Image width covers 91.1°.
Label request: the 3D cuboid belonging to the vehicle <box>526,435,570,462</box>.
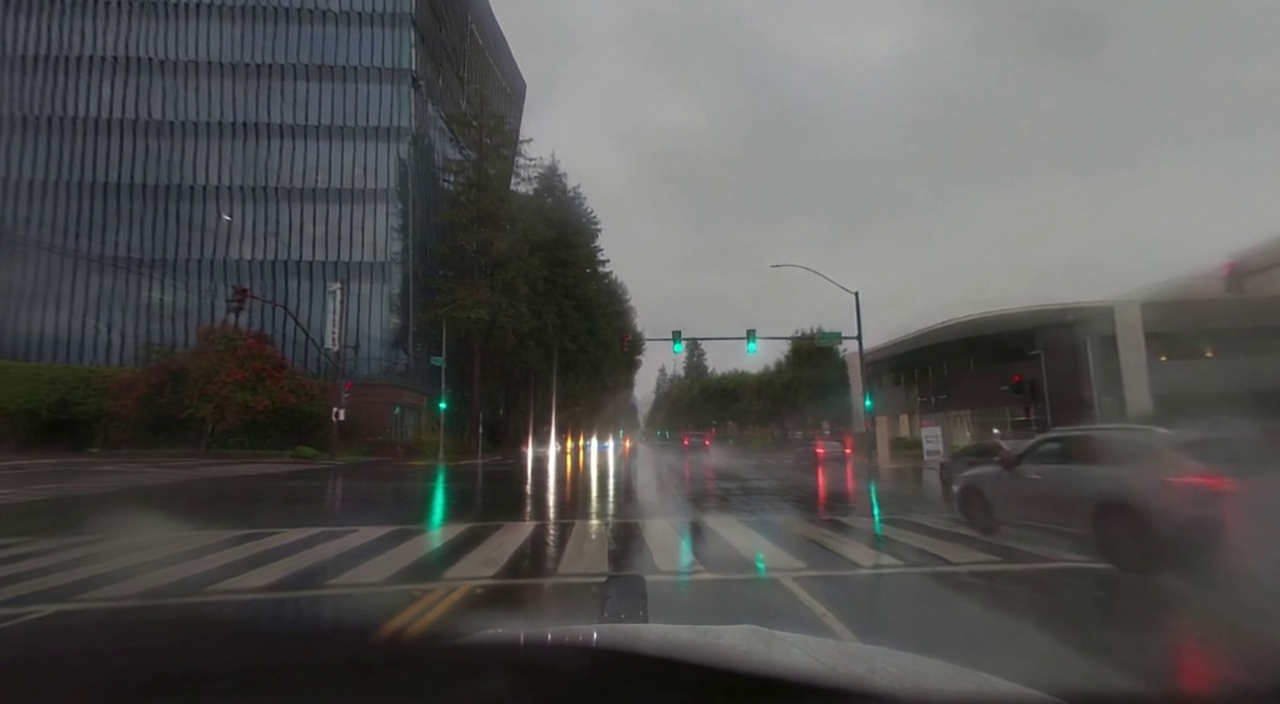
[{"bbox_3d":[-6.052,6.422,41.953,2.182,1.677,4.384,0,-9,1],"label":"vehicle"}]

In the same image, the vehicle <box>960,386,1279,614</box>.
[{"bbox_3d":[5.941,1.473,7.110,2.098,1.723,4.881,0,-9,1],"label":"vehicle"}]

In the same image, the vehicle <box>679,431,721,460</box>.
[{"bbox_3d":[3.828,6.081,40.837,2.203,1.801,4.331,0,-9,-1],"label":"vehicle"}]

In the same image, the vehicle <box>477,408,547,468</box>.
[{"bbox_3d":[-9.211,6.159,46.168,3.191,3.314,7.914,-6,-2,0],"label":"vehicle"}]

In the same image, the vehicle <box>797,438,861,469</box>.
[{"bbox_3d":[9.562,5.148,32.115,1.860,1.460,4.379,0,-9,0],"label":"vehicle"}]

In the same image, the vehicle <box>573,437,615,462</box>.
[{"bbox_3d":[-2.753,6.006,38.737,2.147,1.481,4.331,0,-9,2],"label":"vehicle"}]
